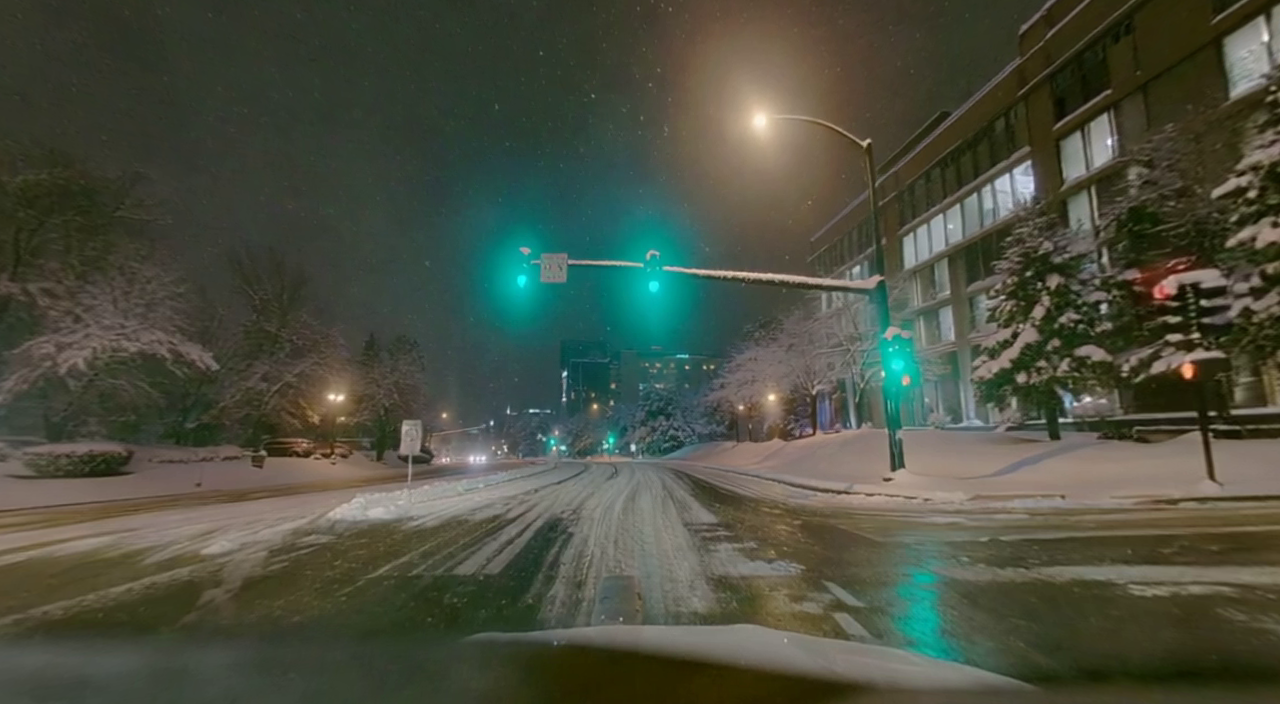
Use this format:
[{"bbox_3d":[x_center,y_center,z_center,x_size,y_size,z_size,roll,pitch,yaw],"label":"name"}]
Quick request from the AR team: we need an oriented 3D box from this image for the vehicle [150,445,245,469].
[{"bbox_3d":[-28.867,6.857,41.226,4.652,1.489,1.992,0,-9,-2],"label":"vehicle"}]

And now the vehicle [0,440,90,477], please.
[{"bbox_3d":[-29.227,5.028,29.884,4.290,1.654,1.974,0,-9,-2],"label":"vehicle"}]
